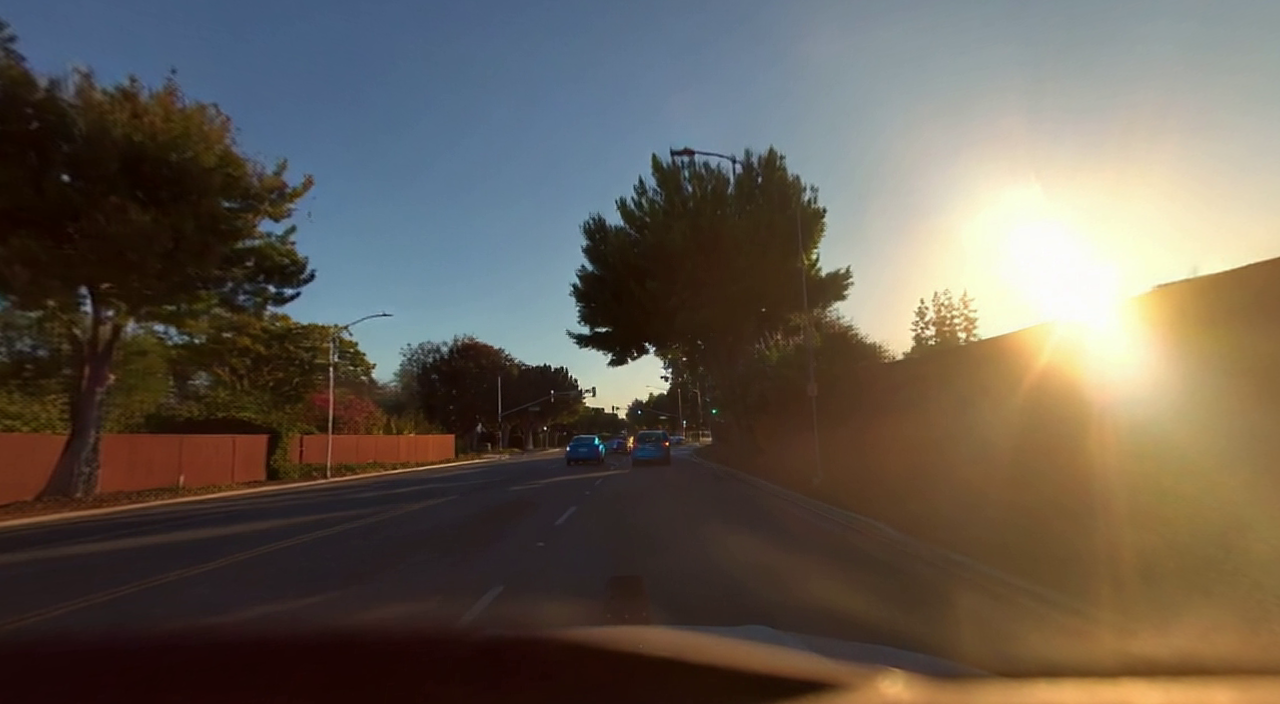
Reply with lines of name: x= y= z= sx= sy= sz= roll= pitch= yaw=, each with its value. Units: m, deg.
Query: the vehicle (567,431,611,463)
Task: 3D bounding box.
vehicle: x=-2.994 y=5.710 z=37.962 sx=2.190 sy=1.766 sz=4.394 roll=0 pitch=-8 yaw=1

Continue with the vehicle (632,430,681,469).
vehicle: x=0.744 y=4.564 z=29.621 sx=2.127 sy=1.665 sz=3.993 roll=0 pitch=-8 yaw=0
